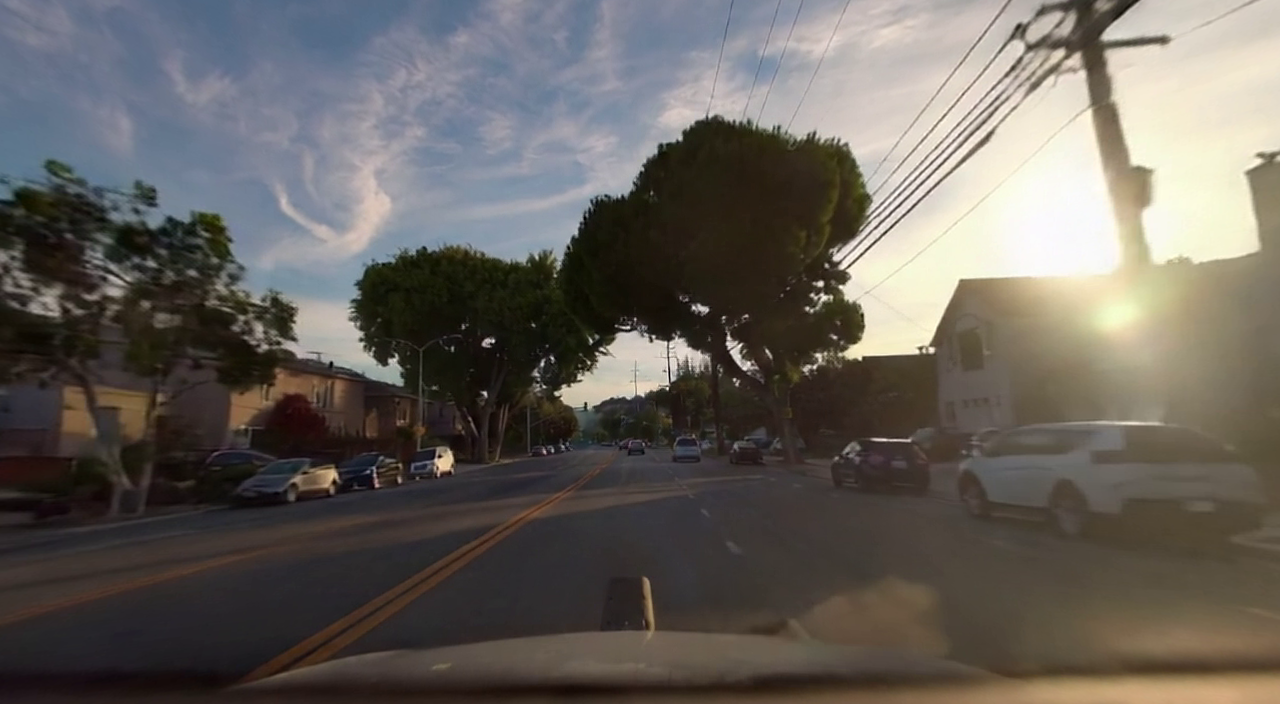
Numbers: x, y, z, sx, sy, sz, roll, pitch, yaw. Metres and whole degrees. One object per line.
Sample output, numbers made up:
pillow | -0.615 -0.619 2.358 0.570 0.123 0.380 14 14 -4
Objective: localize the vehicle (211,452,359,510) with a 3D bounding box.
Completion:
vehicle | -10.596 3.841 19.259 2.098 1.503 4.113 0 -8 0

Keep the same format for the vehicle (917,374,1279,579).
vehicle | 6.439 1.652 9.258 2.274 2.090 5.465 0 -8 1

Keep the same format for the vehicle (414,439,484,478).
vehicle | -10.462 5.830 34.867 2.258 1.846 4.843 -3 -8 1

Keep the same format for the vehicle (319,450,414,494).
vehicle | -10.584 4.636 24.750 1.800 1.472 4.359 0 -8 -1

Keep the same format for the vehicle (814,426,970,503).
vehicle | 6.285 2.855 16.481 2.079 1.697 4.753 0 -8 0

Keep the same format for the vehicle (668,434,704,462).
vehicle | 3.046 6.506 42.925 2.070 1.765 4.731 0 -8 -1
